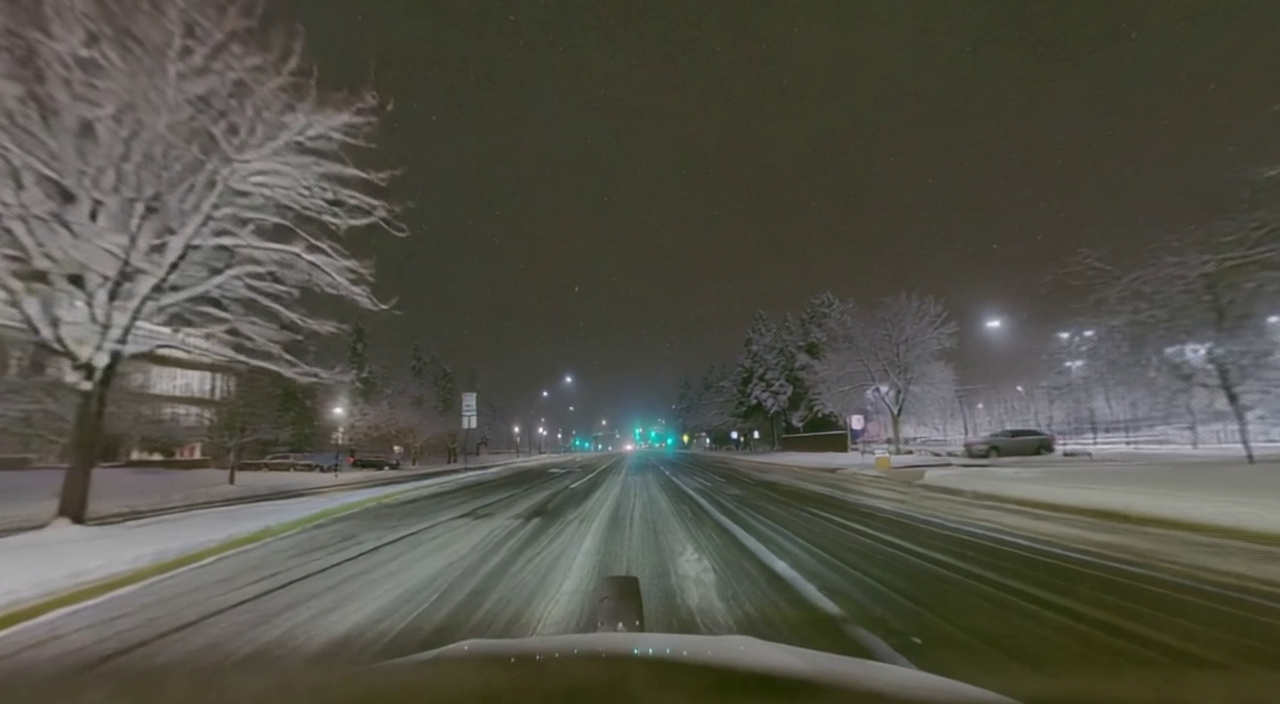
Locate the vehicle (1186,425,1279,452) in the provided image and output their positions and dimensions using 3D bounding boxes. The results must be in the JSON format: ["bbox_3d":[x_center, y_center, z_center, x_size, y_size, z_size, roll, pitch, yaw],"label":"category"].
[{"bbox_3d":[34.248,5.004,36.385,4.002,1.471,1.720,0,-9,-3],"label":"vehicle"}]

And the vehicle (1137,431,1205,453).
[{"bbox_3d":[39.858,6.775,47.468,3.517,1.432,1.583,-4,-8,0],"label":"vehicle"}]

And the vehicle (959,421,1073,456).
[{"bbox_3d":[20.009,4.621,33.773,4.656,1.752,2.309,0,-9,-4],"label":"vehicle"}]
